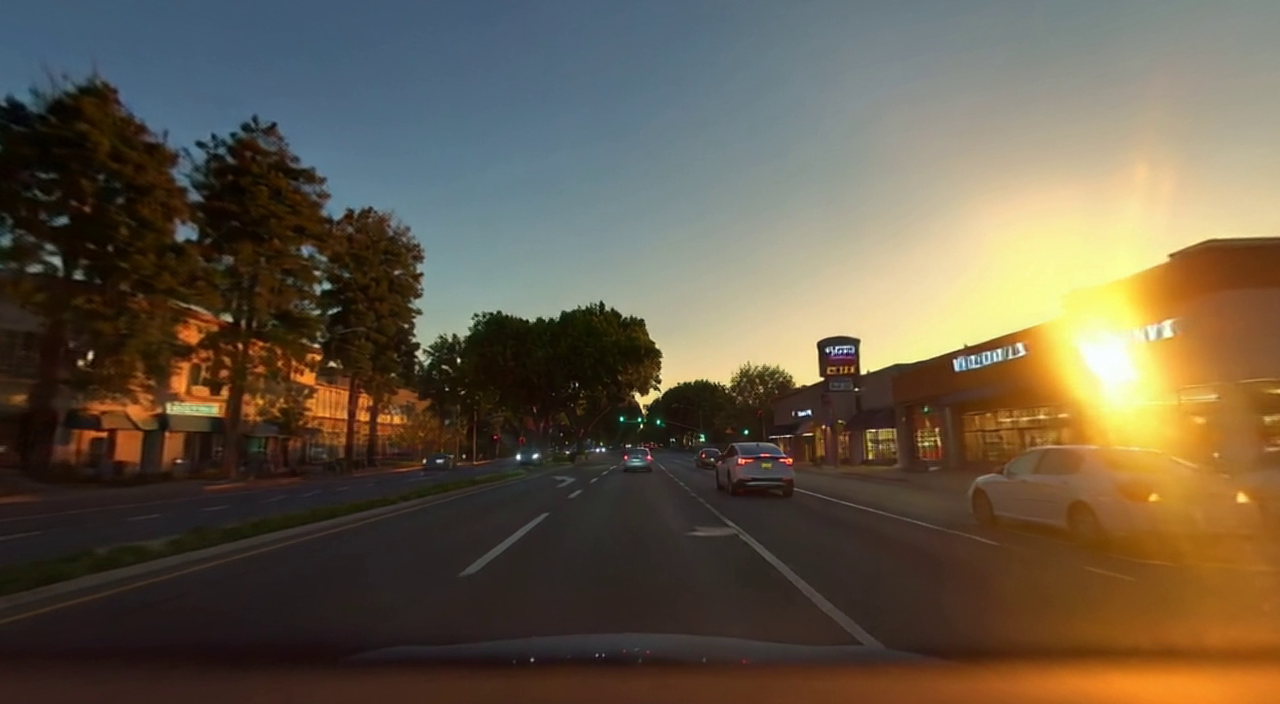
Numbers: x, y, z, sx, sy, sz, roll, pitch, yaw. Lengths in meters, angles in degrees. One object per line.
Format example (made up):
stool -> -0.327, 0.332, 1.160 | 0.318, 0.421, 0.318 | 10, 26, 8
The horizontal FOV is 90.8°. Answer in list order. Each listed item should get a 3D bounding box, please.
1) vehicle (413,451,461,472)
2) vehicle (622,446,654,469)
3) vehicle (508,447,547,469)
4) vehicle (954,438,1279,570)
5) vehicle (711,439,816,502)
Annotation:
vehicle -> -15.773, 8.503, 49.313 | 2.096, 1.512, 4.755 | 0, -8, 1
vehicle -> -0.151, 7.158, 43.233 | 2.052, 1.461, 4.324 | 0, -8, 0
vehicle -> -8.311, 7.843, 46.925 | 2.039, 1.487, 4.437 | 0, -8, 1
vehicle -> 6.821, 2.043, 9.401 | 1.952, 1.449, 4.544 | 0, -8, 0
vehicle -> 3.351, 3.319, 18.189 | 2.072, 1.545, 4.578 | 0, -8, 0
